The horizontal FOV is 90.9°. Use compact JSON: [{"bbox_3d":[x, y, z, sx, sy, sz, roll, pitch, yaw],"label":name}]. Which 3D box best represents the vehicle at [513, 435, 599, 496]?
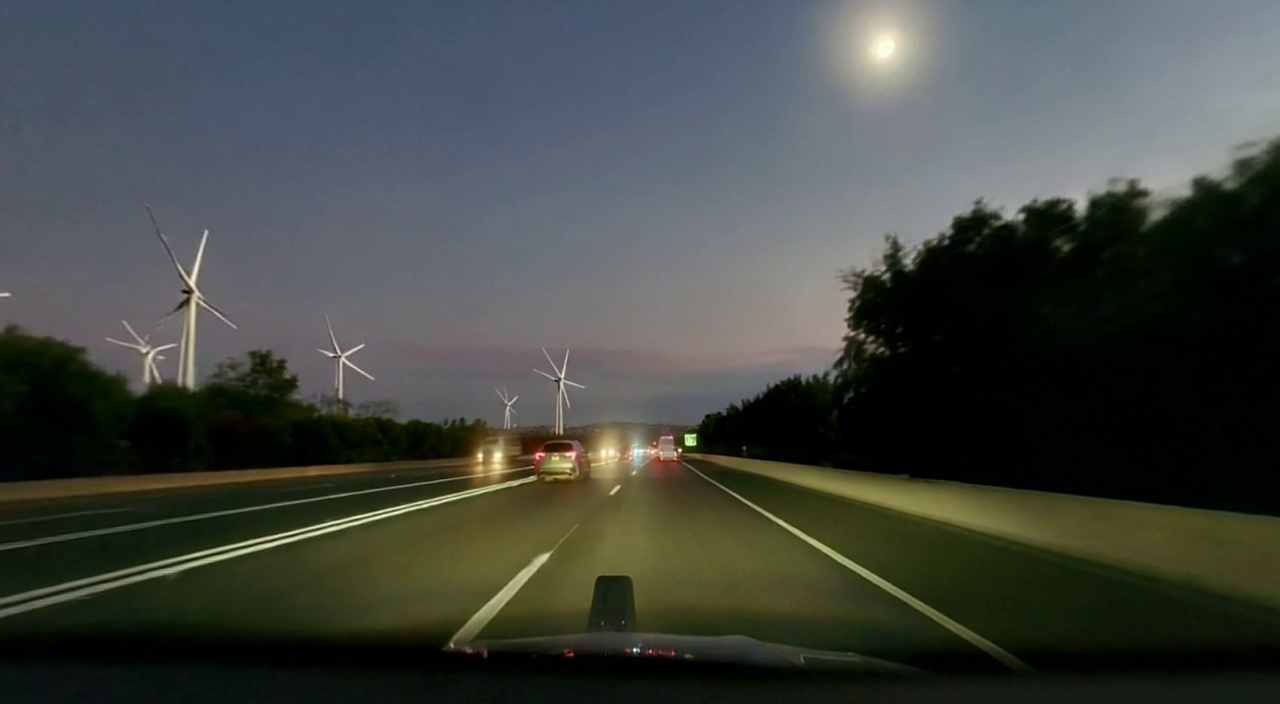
[{"bbox_3d":[-2.540,3.567,20.137,2.038,1.723,4.150,0,-9,2],"label":"vehicle"}]
